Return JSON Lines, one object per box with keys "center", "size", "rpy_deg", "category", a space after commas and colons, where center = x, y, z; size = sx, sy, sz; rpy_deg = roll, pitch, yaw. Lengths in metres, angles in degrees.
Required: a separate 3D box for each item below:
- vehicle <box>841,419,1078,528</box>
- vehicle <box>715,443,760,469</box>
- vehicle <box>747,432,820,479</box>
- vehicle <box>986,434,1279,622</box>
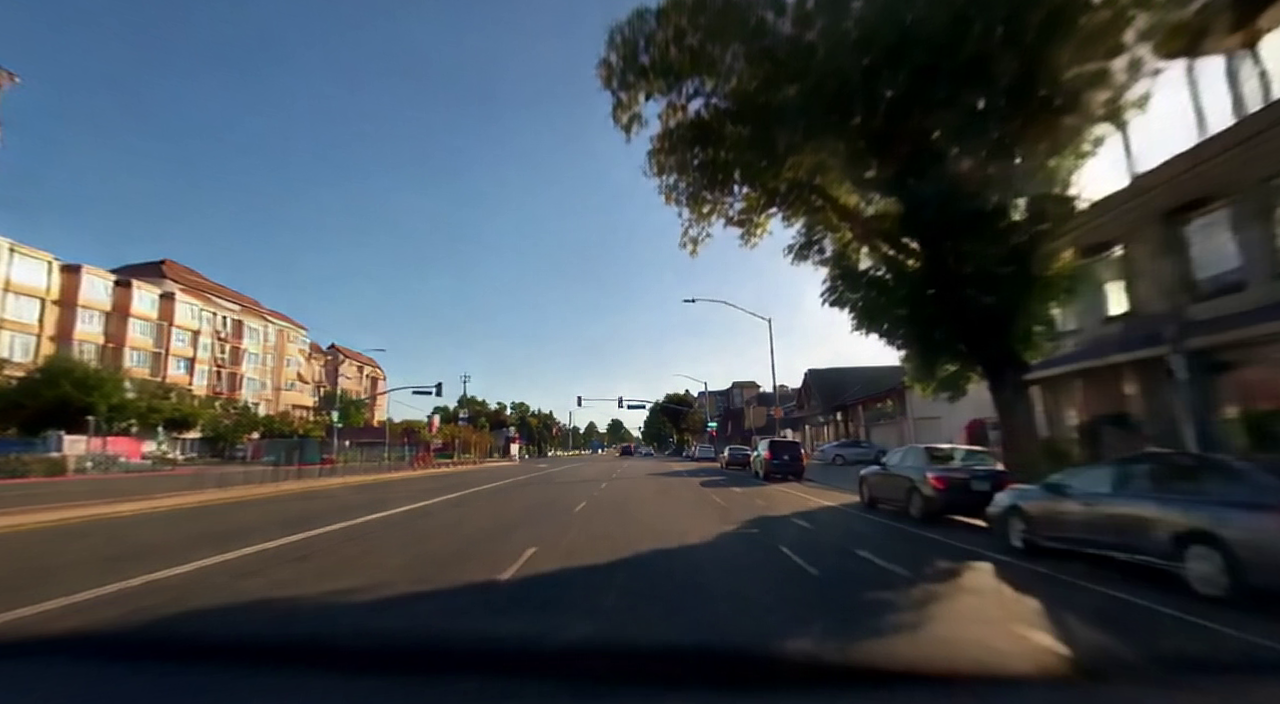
{"center": [5.880, 2.321, 12.588], "size": [1.965, 1.705, 5.114], "rpy_deg": [1, -9, -1], "category": "vehicle"}
{"center": [6.111, 6.596, 40.050], "size": [2.057, 1.541, 4.735], "rpy_deg": [0, -9, -1], "category": "vehicle"}
{"center": [6.040, 4.430, 27.154], "size": [1.931, 1.814, 4.870], "rpy_deg": [0, -9, 0], "category": "vehicle"}
{"center": [5.929, 1.644, 6.598], "size": [1.855, 1.463, 4.729], "rpy_deg": [1, -9, -1], "category": "vehicle"}
